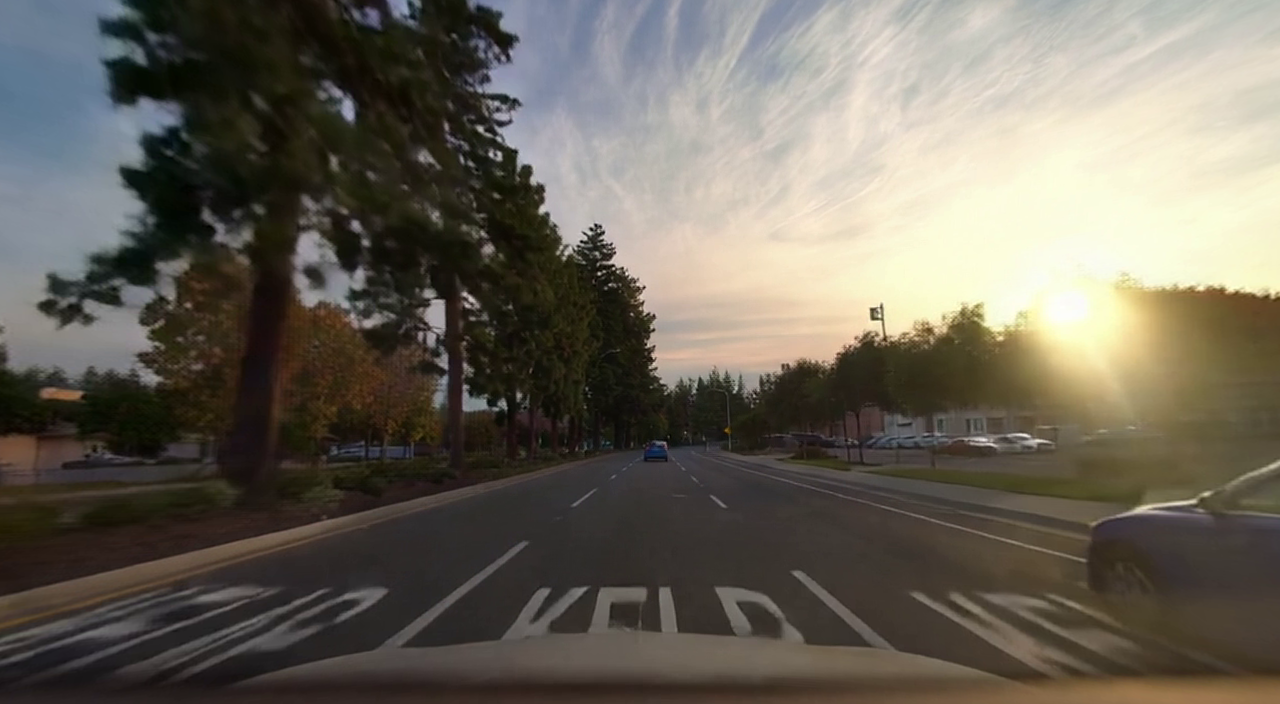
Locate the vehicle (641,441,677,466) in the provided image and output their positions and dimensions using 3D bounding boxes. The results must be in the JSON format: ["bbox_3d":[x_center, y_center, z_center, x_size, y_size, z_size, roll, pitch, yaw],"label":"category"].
[{"bbox_3d":[1.195,6.477,40.440,2.144,1.505,4.128,0,-8,1],"label":"vehicle"}]

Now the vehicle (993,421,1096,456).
[{"bbox_3d":[28.150,6.075,43.840,5.430,1.860,2.156,-6,-9,3],"label":"vehicle"}]

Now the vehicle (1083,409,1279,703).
[{"bbox_3d":[4.118,0.874,2.029,2.053,1.482,4.568,0,-8,1],"label":"vehicle"}]
